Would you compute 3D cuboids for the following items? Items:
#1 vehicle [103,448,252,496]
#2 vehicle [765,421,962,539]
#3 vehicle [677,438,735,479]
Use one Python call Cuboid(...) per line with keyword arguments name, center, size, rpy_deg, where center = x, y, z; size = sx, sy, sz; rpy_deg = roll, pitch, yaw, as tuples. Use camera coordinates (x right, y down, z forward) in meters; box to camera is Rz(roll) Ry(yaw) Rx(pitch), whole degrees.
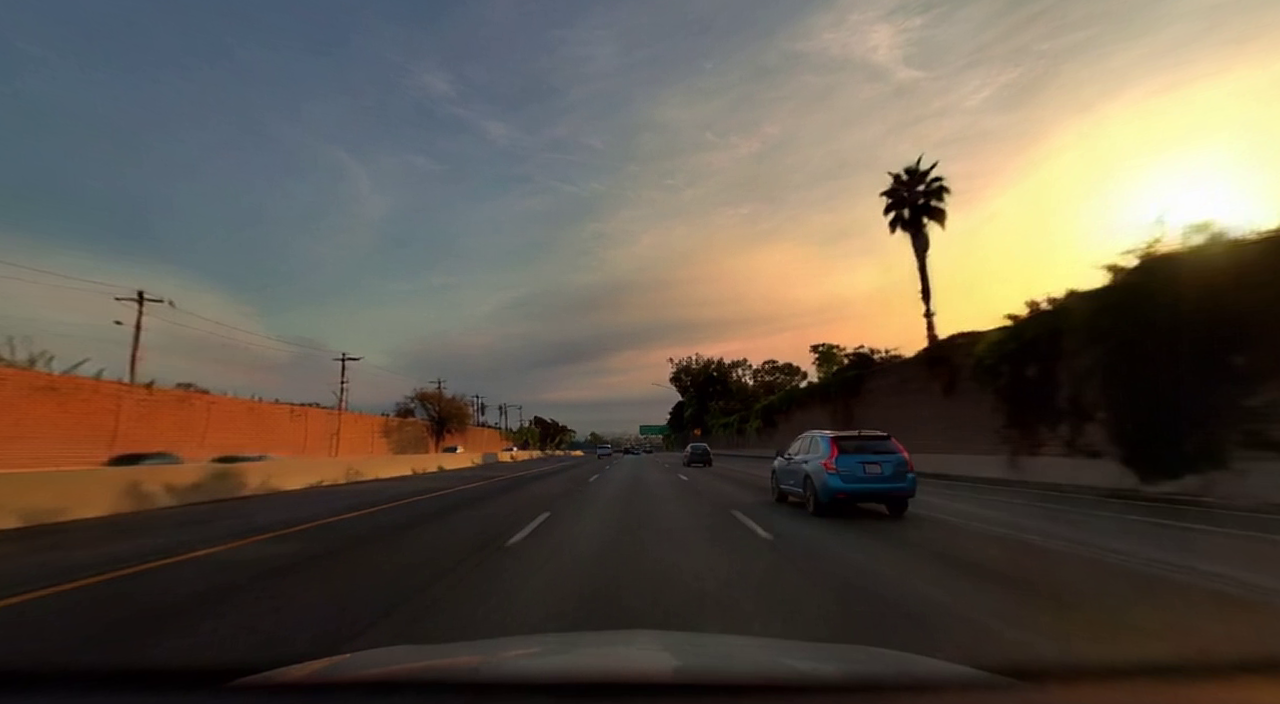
Cuboid(name="vehicle", center=(-15.841, 4.098, 22.036), size=(1.838, 1.488, 4.436), rpy_deg=(0, -9, 0))
Cuboid(name="vehicle", center=(3.651, 2.164, 11.315), size=(1.910, 1.696, 4.187), rpy_deg=(0, -8, -1))
Cuboid(name="vehicle", center=(2.929, 4.829, 28.903), size=(2.045, 1.688, 4.313), rpy_deg=(0, -9, -2))
